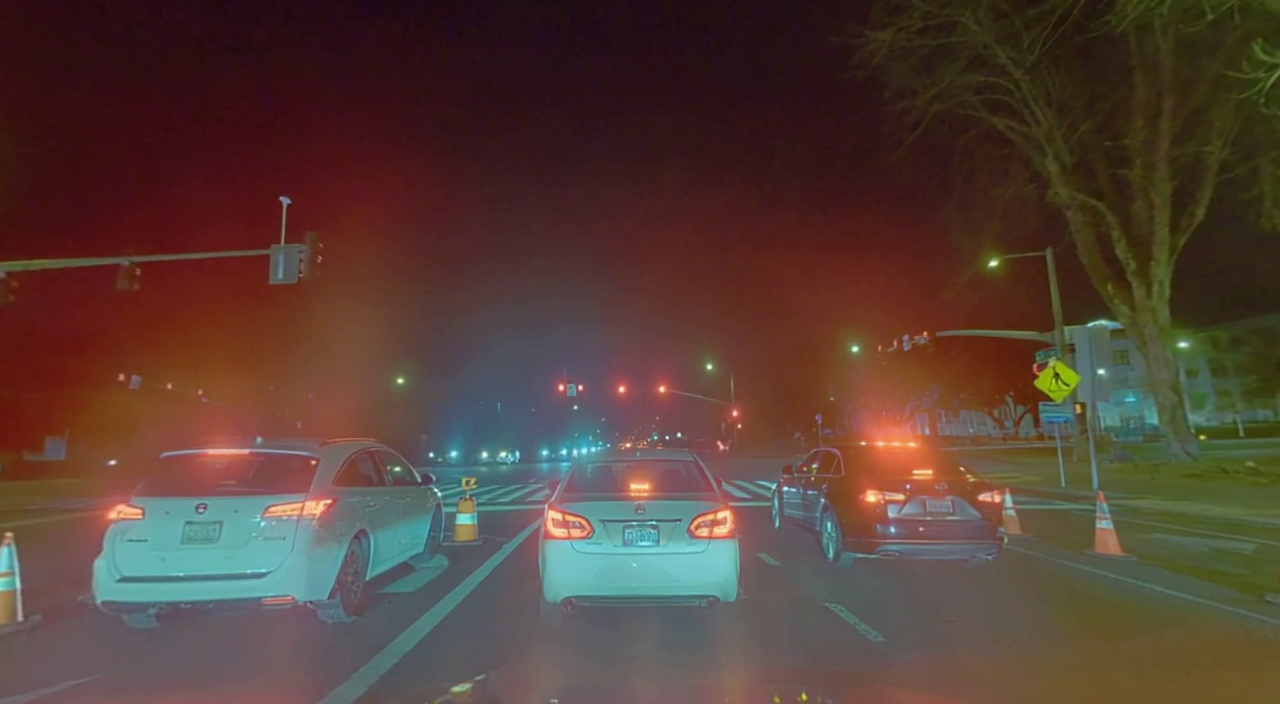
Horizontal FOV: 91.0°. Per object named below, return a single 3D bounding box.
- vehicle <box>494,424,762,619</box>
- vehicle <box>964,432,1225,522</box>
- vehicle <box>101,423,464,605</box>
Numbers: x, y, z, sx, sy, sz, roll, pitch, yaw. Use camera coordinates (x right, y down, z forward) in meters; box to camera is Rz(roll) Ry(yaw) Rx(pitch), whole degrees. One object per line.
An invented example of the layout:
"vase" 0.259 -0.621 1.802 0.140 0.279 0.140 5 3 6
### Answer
"vehicle" -0.136 1.632 7.094 2.061 1.486 4.332 0 -8 -1
"vehicle" 9.334 2.583 13.593 1.957 1.576 4.670 0 -9 -3
"vehicle" -3.604 1.676 7.402 1.863 1.526 4.006 0 -8 1
